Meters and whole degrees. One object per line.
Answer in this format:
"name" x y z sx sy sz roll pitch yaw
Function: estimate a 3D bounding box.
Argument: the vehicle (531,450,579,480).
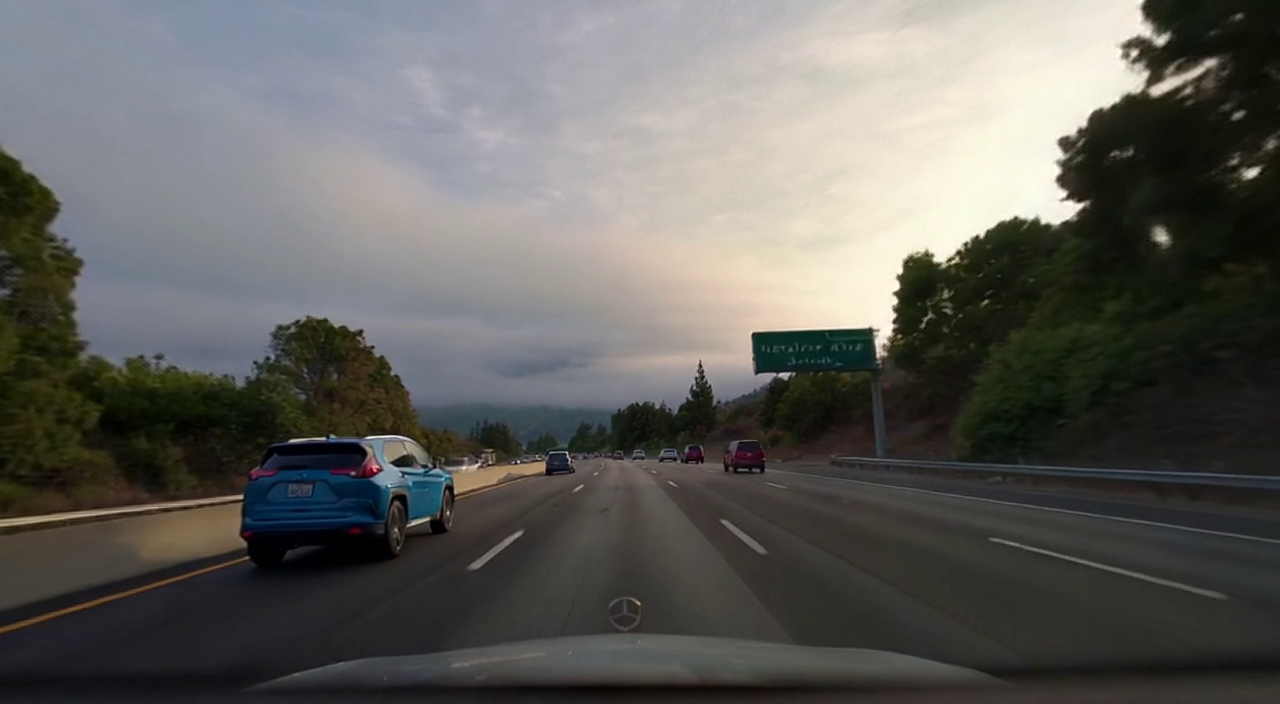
"vehicle" -4.450 5.961 33.529 2.009 1.488 4.289 0 -9 -1

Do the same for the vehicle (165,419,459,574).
"vehicle" -4.382 1.992 9.411 2.079 1.745 4.281 0 -9 0

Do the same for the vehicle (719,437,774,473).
"vehicle" 6.591 6.476 39.672 2.378 2.096 5.119 0 -9 -2
